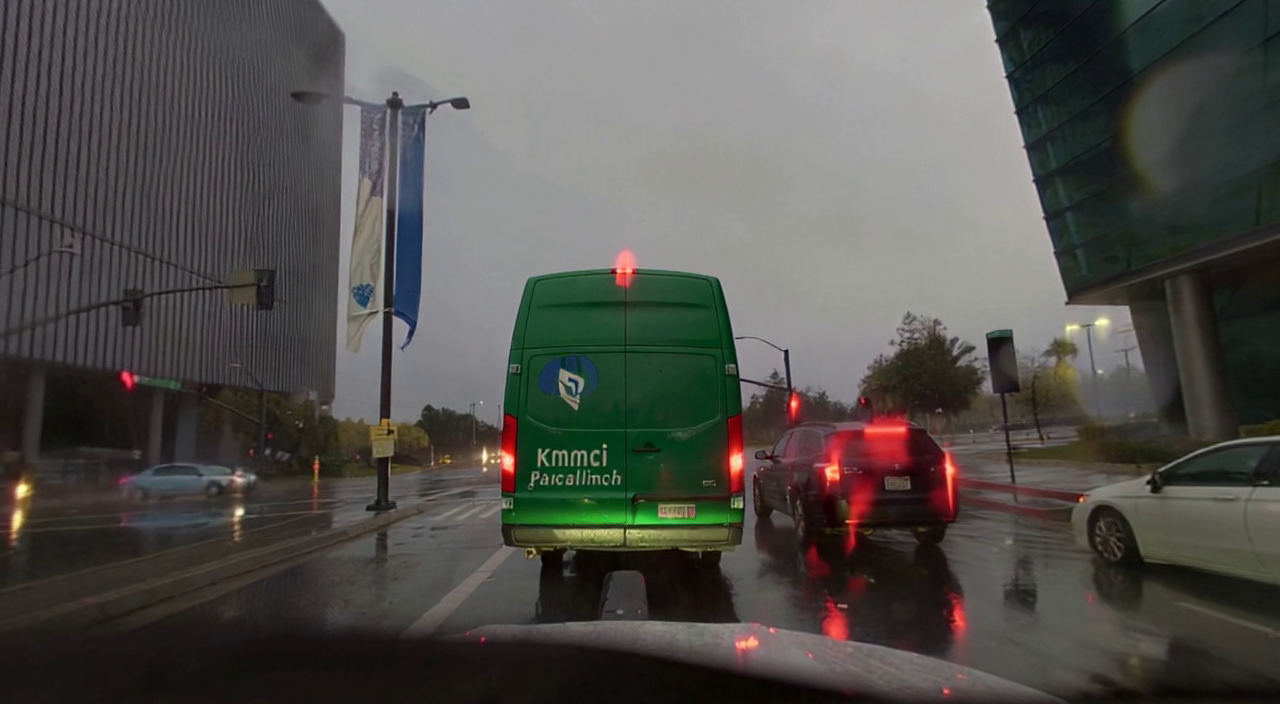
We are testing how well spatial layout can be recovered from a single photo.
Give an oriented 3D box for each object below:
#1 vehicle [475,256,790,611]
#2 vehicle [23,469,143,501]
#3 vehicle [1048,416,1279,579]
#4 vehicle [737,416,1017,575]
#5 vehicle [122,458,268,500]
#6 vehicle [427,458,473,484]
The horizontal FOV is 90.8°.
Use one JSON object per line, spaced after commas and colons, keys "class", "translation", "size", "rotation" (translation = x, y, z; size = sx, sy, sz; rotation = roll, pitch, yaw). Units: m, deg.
{"class": "vehicle", "translation": [-0.022, 1.183, 9.097], "size": [2.613, 3.035, 7.342], "rotation": [0, -8, 1]}
{"class": "vehicle", "translation": [-31.104, 7.434, 35.402], "size": [4.806, 1.652, 1.869], "rotation": [0, -8, -2]}
{"class": "vehicle", "translation": [7.520, 1.570, 6.999], "size": [1.963, 1.669, 4.678], "rotation": [3, -9, -20]}
{"class": "vehicle", "translation": [2.877, 1.863, 9.047], "size": [2.183, 1.676, 4.506], "rotation": [0, -8, -1]}
{"class": "vehicle", "translation": [-18.890, 5.379, 26.974], "size": [4.659, 1.615, 1.944], "rotation": [0, -8, -3]}
{"class": "vehicle", "translation": [-14.535, 9.130, 48.646], "size": [1.997, 1.806, 4.630], "rotation": [0, -8, 1]}
